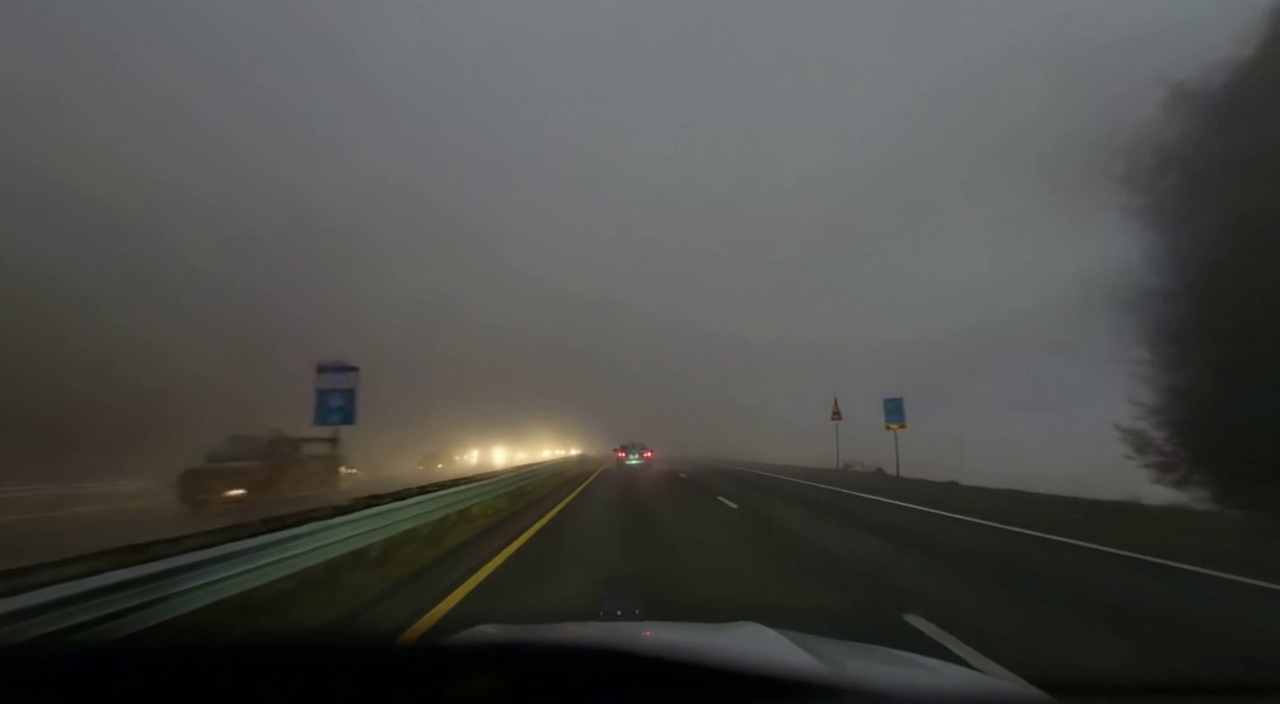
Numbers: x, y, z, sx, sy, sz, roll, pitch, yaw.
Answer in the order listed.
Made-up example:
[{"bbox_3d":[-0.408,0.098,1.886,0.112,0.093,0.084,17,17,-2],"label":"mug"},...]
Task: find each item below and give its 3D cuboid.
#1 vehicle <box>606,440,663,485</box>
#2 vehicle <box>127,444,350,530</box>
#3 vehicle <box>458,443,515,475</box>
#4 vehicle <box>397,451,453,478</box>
[{"bbox_3d":[-0.215,4.091,23.521,1.971,1.518,4.108,0,-9,-1],"label":"vehicle"},{"bbox_3d":[-8.413,2.822,13.790,1.977,1.549,4.521,0,-9,-1],"label":"vehicle"},{"bbox_3d":[-8.487,5.944,35.132,2.090,1.653,4.437,0,-9,0],"label":"vehicle"},{"bbox_3d":[-12.912,6.751,37.924,1.864,1.488,4.473,0,-9,-1],"label":"vehicle"}]
